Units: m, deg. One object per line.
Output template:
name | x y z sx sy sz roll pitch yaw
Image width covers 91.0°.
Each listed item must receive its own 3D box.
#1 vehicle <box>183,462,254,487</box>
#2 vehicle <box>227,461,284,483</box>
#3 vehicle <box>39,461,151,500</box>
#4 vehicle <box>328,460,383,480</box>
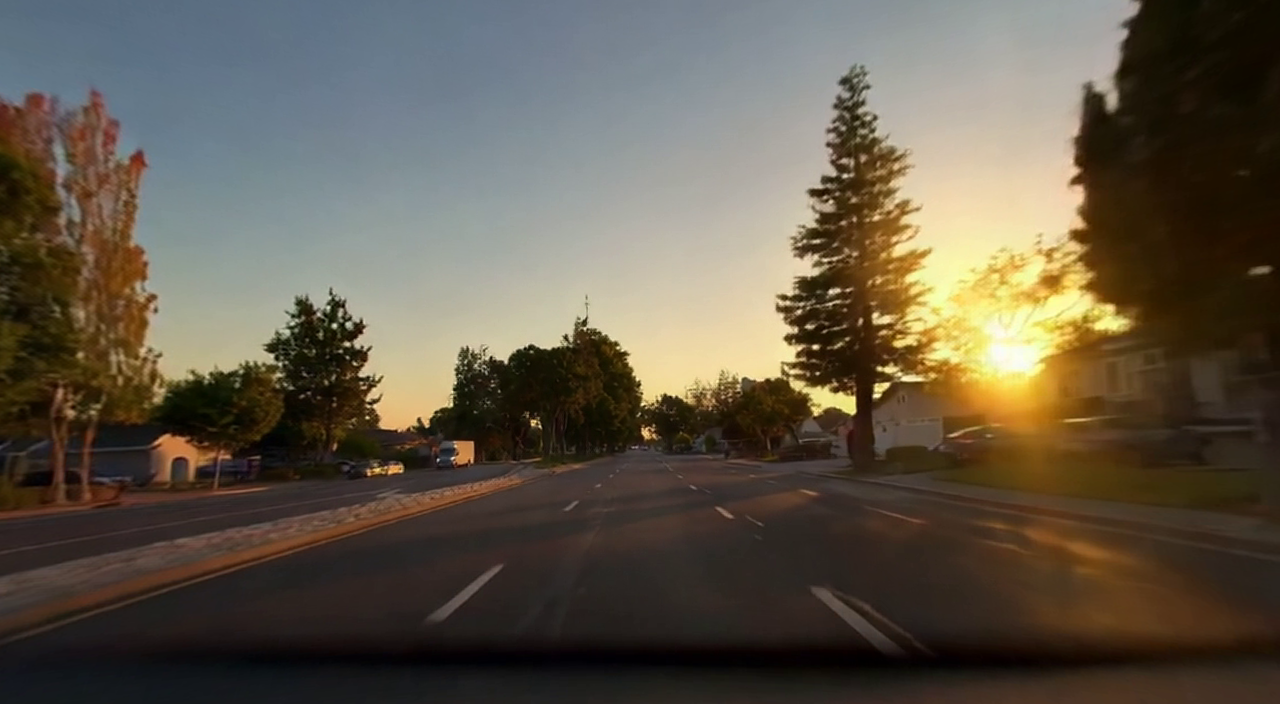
vehicle | -31.031 9.018 46.581 1.870 1.601 5.128 0 -9 -2
vehicle | -28.517 8.908 46.826 1.872 1.413 3.806 0 -9 -1
vehicle | -29.516 6.938 34.328 2.019 1.696 4.735 -4 -9 -2
vehicle | -21.865 9.081 48.564 1.929 1.393 4.611 0 -9 2
